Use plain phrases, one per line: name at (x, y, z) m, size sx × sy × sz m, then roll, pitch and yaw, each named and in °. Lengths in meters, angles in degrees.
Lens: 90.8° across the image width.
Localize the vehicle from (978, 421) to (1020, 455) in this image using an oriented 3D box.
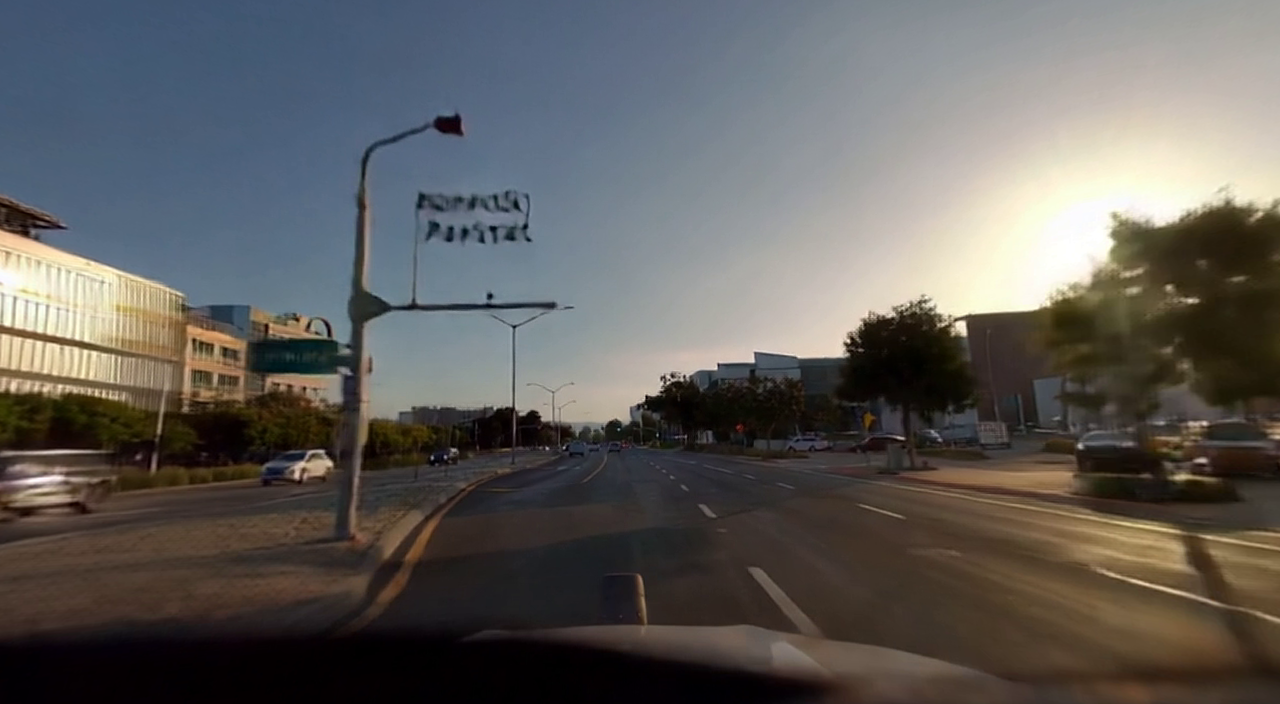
vehicle at (25.092, 6.060, 44.207) m, size 1.246 × 2.287 × 2.709 m, roll -1°, pitch -9°, yaw 2°

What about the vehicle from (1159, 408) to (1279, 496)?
vehicle at (17.235, 2.811, 18.243) m, size 1.686 × 2.284 × 3.164 m, roll -1°, pitch -7°, yaw 1°

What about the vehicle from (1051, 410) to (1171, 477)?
vehicle at (22.135, 4.253, 29.648) m, size 5.332 × 2.719 × 2.336 m, roll 1°, pitch -9°, yaw -31°

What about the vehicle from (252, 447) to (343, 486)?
vehicle at (-18.473, 6.159, 34.379) m, size 2.284 × 1.801 × 4.822 m, roll -2°, pitch -8°, yaw 0°

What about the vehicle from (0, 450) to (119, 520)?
vehicle at (-18.256, 3.824, 18.328) m, size 2.041 × 1.826 × 4.878 m, roll -1°, pitch -8°, yaw 1°
